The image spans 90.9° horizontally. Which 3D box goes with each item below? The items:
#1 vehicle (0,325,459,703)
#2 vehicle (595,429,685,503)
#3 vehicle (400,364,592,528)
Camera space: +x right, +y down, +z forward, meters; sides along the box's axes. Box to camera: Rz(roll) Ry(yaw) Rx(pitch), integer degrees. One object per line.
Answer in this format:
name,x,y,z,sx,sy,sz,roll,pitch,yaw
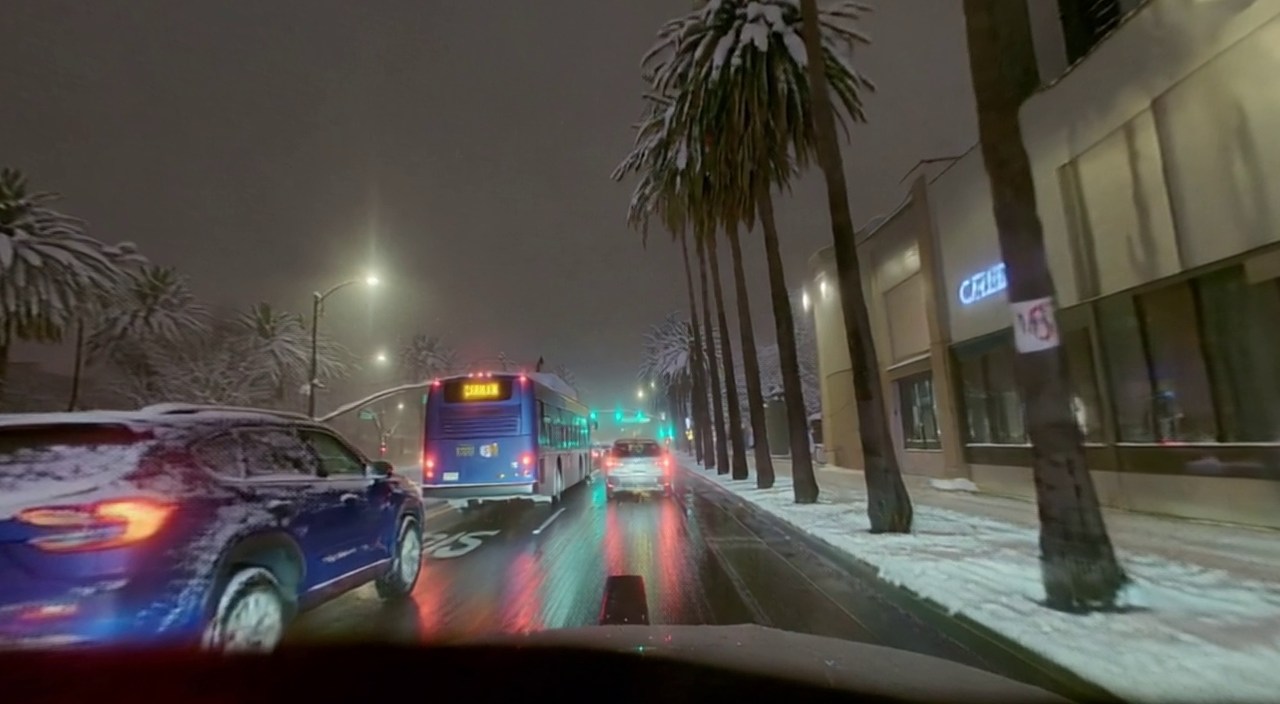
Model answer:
vehicle,-3.020,1.131,4.408,2.124,1.799,4.587,0,-8,0
vehicle,0.006,2.993,16.973,2.120,1.727,3.917,0,-8,0
vehicle,-3.022,2.362,16.054,2.775,3.064,8.297,0,-8,1
